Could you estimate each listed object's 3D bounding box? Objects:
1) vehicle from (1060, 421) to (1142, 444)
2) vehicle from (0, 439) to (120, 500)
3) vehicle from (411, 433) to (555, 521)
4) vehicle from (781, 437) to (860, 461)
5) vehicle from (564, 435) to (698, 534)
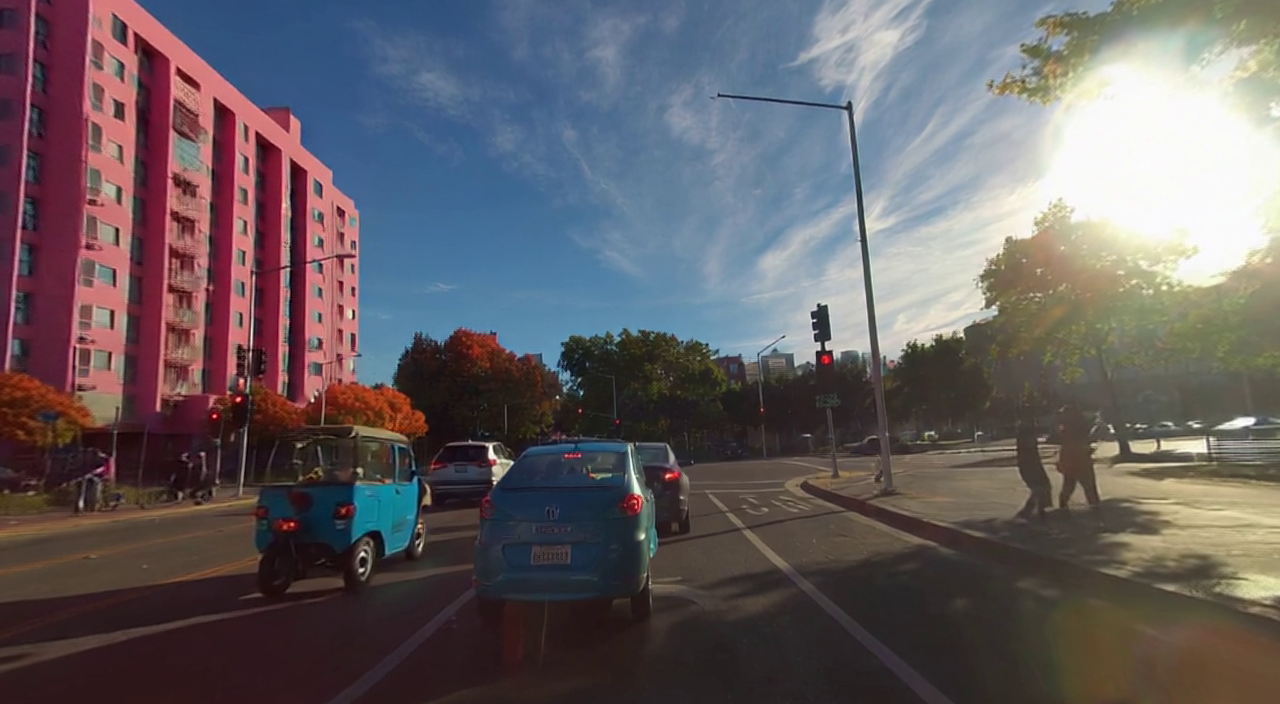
[{"bbox_3d":[30.789,5.396,42.153,1.751,1.420,4.027,8,-12,-43],"label":"vehicle"},{"bbox_3d":[-28.937,5.705,30.339,5.890,2.393,2.346,-5,-7,1],"label":"vehicle"},{"bbox_3d":[-3.198,2.645,13.822,1.935,1.615,4.073,-1,-9,3],"label":"vehicle"},{"bbox_3d":[11.386,6.169,40.126,1.862,1.456,4.661,6,-11,-34],"label":"vehicle"},{"bbox_3d":[-0.100,2.321,11.618,2.025,1.458,4.085,-1,-9,1],"label":"vehicle"}]
